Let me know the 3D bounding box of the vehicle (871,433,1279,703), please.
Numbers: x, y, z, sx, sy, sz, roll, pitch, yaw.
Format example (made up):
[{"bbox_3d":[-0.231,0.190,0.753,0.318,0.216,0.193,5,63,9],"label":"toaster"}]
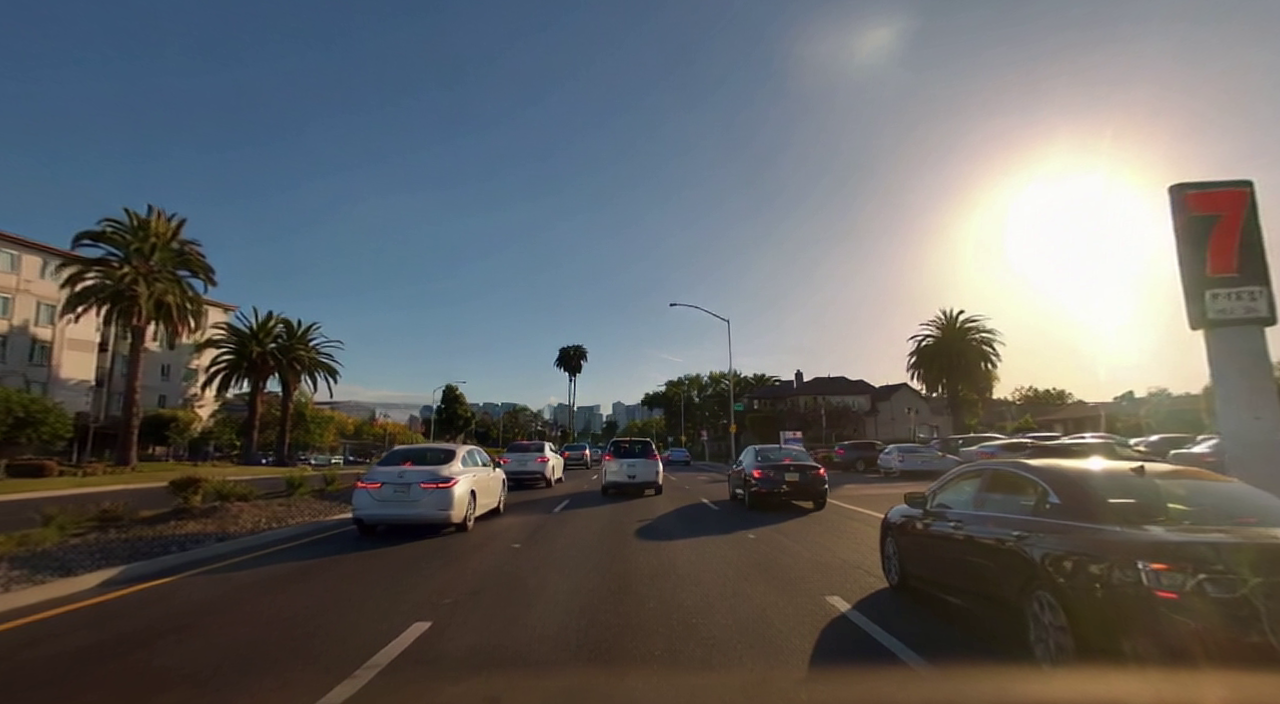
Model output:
[{"bbox_3d":[3.599,1.402,4.901,1.867,1.448,4.436,0,-8,-1],"label":"vehicle"}]

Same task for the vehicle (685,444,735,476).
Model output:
[{"bbox_3d":[3.374,5.307,31.150,1.880,1.476,3.932,0,-8,-2],"label":"vehicle"}]

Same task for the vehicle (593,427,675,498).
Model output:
[{"bbox_3d":[-0.156,3.246,18.834,2.164,1.867,4.254,0,-8,0],"label":"vehicle"}]

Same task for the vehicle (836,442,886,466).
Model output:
[{"bbox_3d":[13.741,6.365,39.338,1.833,1.392,3.588,0,-8,0],"label":"vehicle"}]

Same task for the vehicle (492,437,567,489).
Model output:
[{"bbox_3d":[-3.845,3.938,22.710,1.932,1.695,4.235,0,-8,0],"label":"vehicle"}]

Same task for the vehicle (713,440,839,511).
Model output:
[{"bbox_3d":[3.168,2.972,15.740,1.977,1.480,4.589,0,-8,-2],"label":"vehicle"}]

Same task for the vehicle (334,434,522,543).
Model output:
[{"bbox_3d":[-3.347,2.209,10.898,1.864,1.505,4.202,0,-8,-1],"label":"vehicle"}]
